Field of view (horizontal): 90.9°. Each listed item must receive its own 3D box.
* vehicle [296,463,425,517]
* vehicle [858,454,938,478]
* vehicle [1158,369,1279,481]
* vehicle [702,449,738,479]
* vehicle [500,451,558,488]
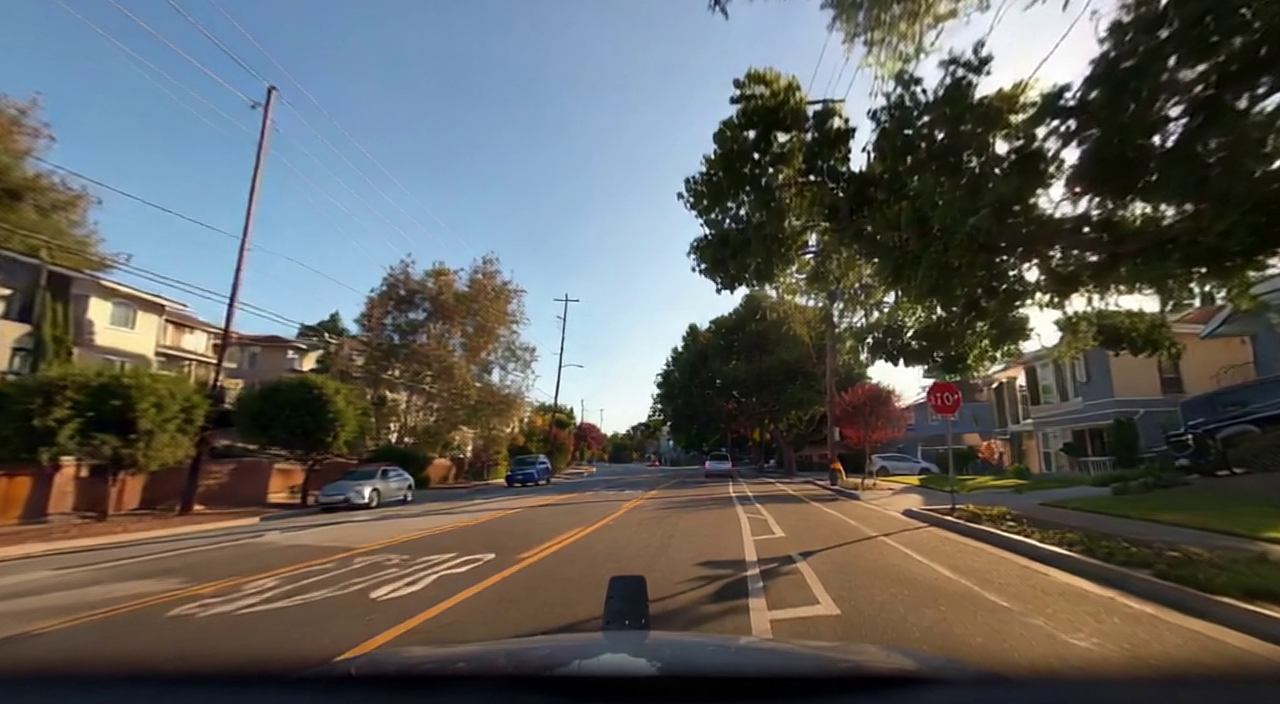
[{"bbox_3d":[-9.257,4.579,21.376,1.965,1.455,4.472,0,-8,5],"label":"vehicle"},{"bbox_3d":[17.648,7.804,43.237,4.648,1.511,1.919,0,-8,5],"label":"vehicle"},{"bbox_3d":[15.527,1.723,15.046,1.926,2.031,5.177,1,-18,3],"label":"vehicle"},{"bbox_3d":[5.556,7.743,43.756,2.284,1.741,4.702,2,-7,8],"label":"vehicle"},{"bbox_3d":[-6.647,7.100,38.450,1.998,2.047,5.167,-1,-8,7],"label":"vehicle"}]
